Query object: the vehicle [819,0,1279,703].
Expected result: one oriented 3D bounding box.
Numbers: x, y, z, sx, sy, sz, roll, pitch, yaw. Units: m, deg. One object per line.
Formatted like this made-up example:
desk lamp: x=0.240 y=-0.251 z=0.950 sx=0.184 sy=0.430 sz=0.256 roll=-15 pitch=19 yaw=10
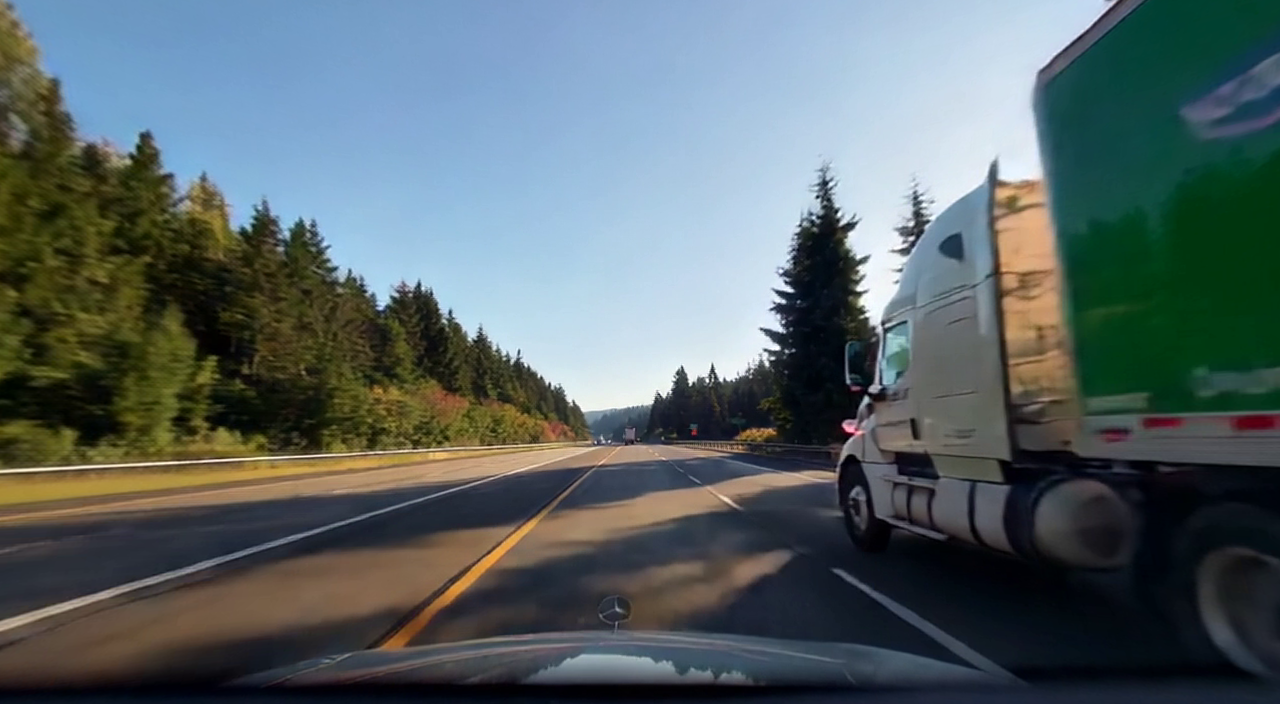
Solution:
vehicle: x=3.897 y=-0.296 z=2.600 sx=2.965 sy=3.887 sz=10.328 roll=0 pitch=-8 yaw=-2
